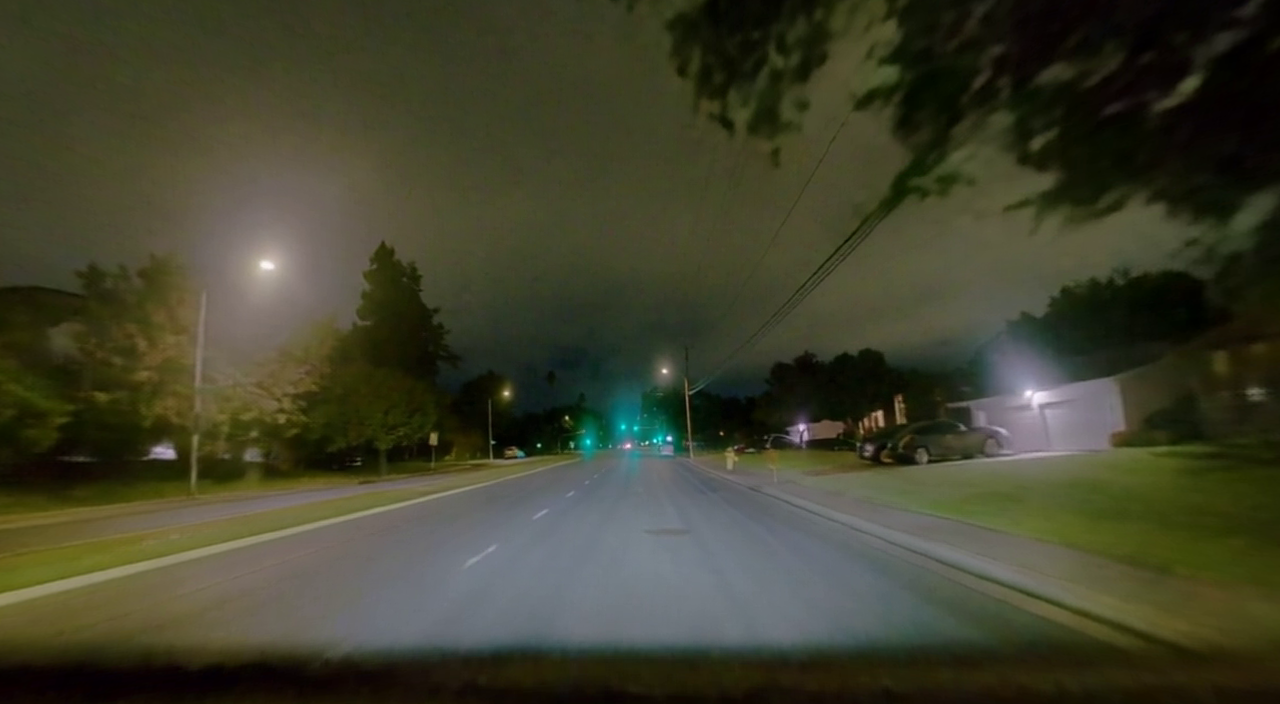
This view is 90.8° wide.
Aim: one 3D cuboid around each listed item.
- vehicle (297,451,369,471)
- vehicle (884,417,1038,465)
[{"bbox_3d":[-24.059,8.560,49.595,4.595,1.491,1.902,0,-9,-1],"label":"vehicle"},{"bbox_3d":[11.727,3.285,23.348,4.545,1.680,2.001,-1,-9,4],"label":"vehicle"}]
